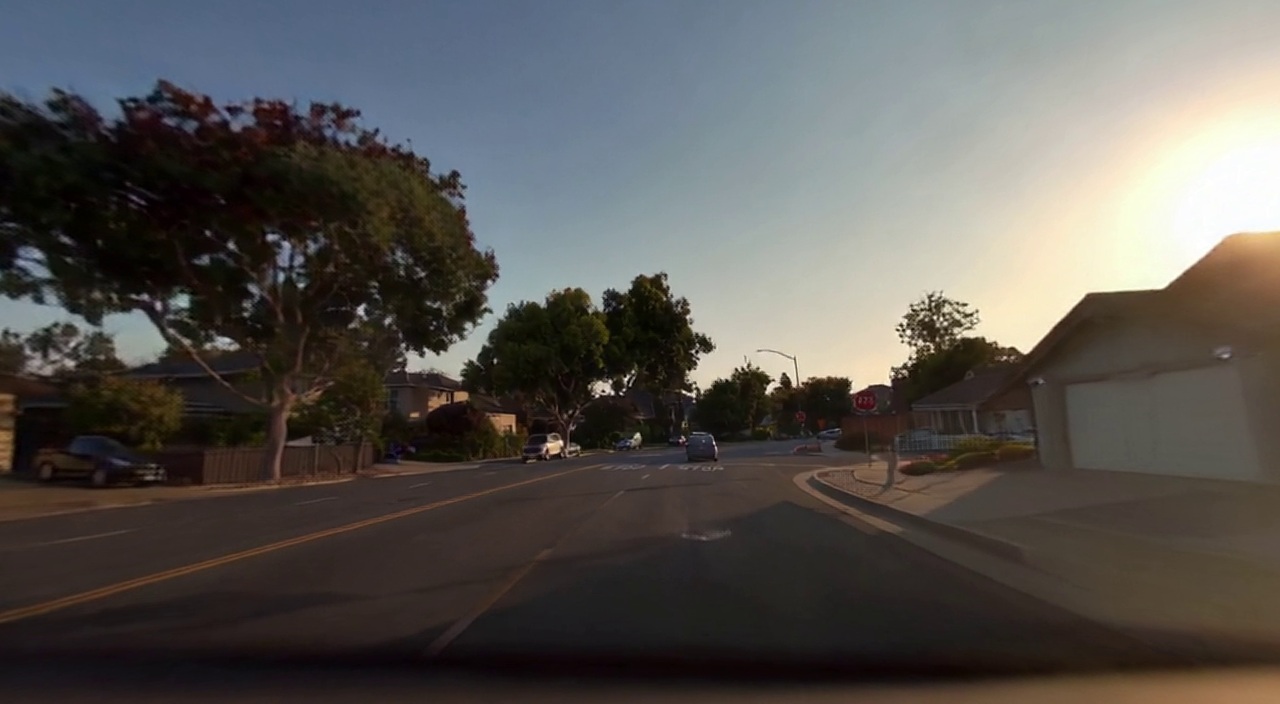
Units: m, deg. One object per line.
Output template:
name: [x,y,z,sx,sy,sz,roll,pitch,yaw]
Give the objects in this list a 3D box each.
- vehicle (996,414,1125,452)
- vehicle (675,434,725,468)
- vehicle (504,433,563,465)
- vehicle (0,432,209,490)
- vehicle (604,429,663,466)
vehicle: [21.451,4.215,32.340,4.989,1.564,2.007,-5,-13,16]
vehicle: [2.862,4.576,29.297,1.955,1.459,4.383,-2,-9,10]
vehicle: [-7.821,7.166,46.998,2.191,1.980,5.888,-5,-8,12]
vehicle: [-17.652,3.563,20.771,5.177,1.779,2.199,0,-8,0]
vehicle: [-0.234,4.816,31.762,2.178,1.695,4.339,-2,-9,11]
